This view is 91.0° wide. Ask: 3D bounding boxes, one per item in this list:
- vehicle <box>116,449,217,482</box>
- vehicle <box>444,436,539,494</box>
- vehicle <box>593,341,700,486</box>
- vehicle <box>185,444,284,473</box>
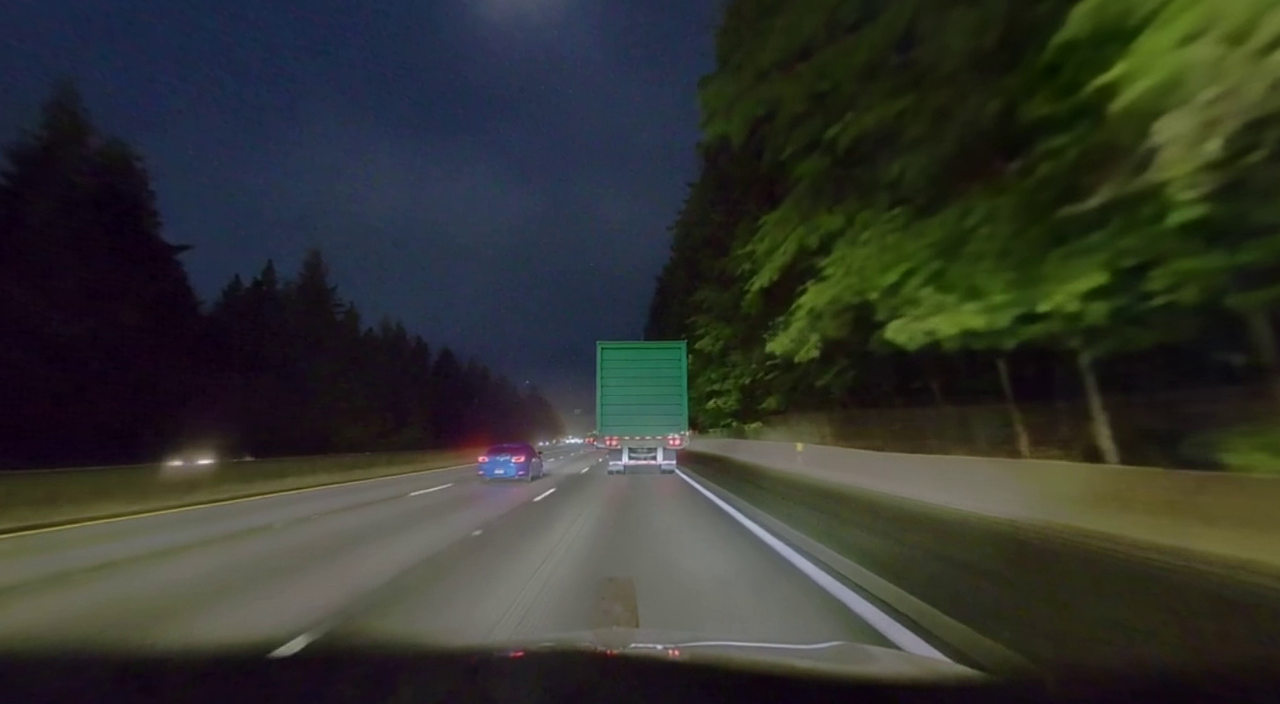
[{"bbox_3d":[-24.504,5.858,32.781,1.821,1.506,4.424,0,-8,0],"label":"vehicle"},{"bbox_3d":[-4.331,3.344,19.024,1.854,1.530,4.268,0,-8,0],"label":"vehicle"},{"bbox_3d":[0.072,2.521,23.564,3.073,4.196,10.546,0,-8,-1],"label":"vehicle"},{"bbox_3d":[-24.635,6.477,38.550,2.211,1.597,5.503,-1,-8,2],"label":"vehicle"}]
